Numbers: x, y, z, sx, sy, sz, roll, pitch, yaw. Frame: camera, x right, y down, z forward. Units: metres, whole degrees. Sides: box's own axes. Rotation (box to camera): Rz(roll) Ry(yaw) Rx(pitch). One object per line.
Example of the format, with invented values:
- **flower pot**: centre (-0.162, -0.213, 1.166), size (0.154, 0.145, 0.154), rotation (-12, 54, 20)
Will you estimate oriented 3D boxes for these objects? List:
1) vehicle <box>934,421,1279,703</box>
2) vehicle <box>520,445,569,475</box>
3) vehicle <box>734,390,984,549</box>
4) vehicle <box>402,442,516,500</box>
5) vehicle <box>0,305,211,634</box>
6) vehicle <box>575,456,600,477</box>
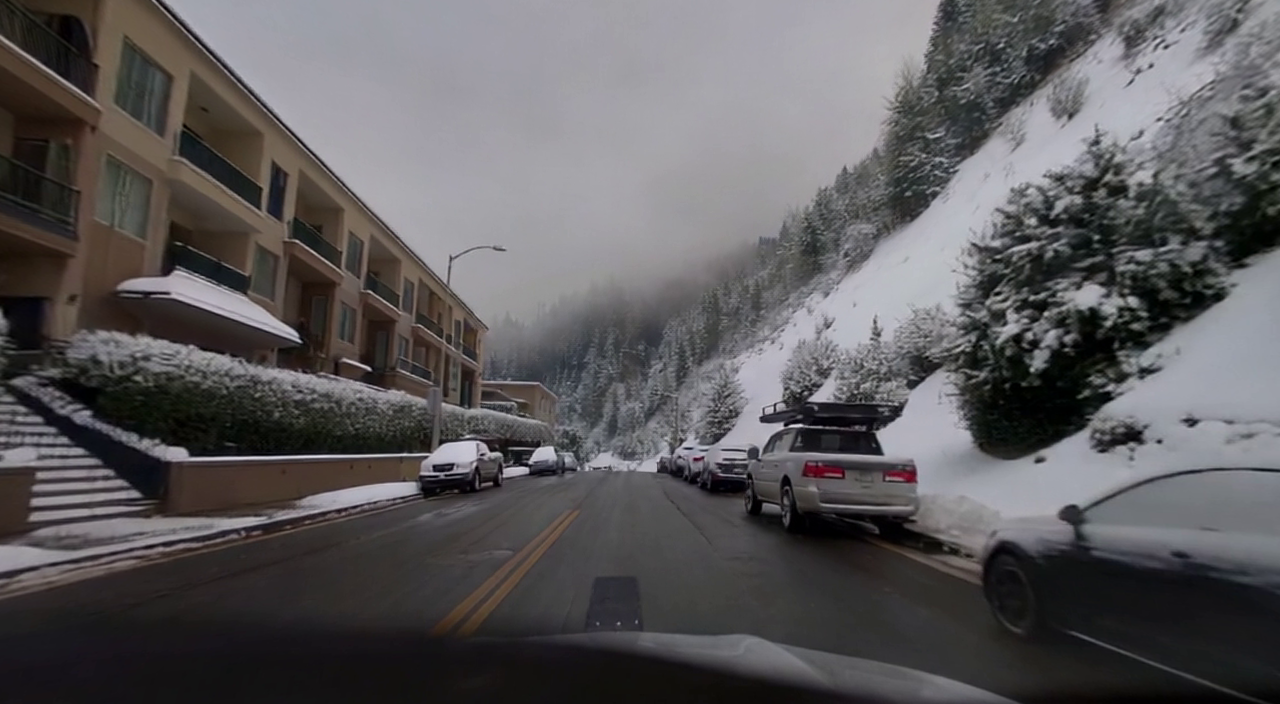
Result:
- **vehicle**: centre (3.582, 1.115, 3.025), size (1.866, 1.510, 4.615), rotation (1, -9, -4)
- **vehicle**: centre (-6.672, 7.741, 44.805), size (2.692, 1.949, 5.948), rotation (0, -11, -1)
- **vehicle**: centre (3.436, 2.028, 11.458), size (2.482, 2.184, 5.383), rotation (0, -9, -1)
- **vehicle**: centre (-6.366, 4.258, 23.046), size (2.374, 1.843, 5.638), rotation (0, -9, 1)
- **vehicle**: centre (-6.179, 1.071, 5.944), size (1.944, 2.626, 3.160), rotation (0, -8, -2)
- **vehicle**: centre (-4.047, 8.996, 49.098), size (1.856, 1.474, 4.522), rotation (1, -12, -3)
